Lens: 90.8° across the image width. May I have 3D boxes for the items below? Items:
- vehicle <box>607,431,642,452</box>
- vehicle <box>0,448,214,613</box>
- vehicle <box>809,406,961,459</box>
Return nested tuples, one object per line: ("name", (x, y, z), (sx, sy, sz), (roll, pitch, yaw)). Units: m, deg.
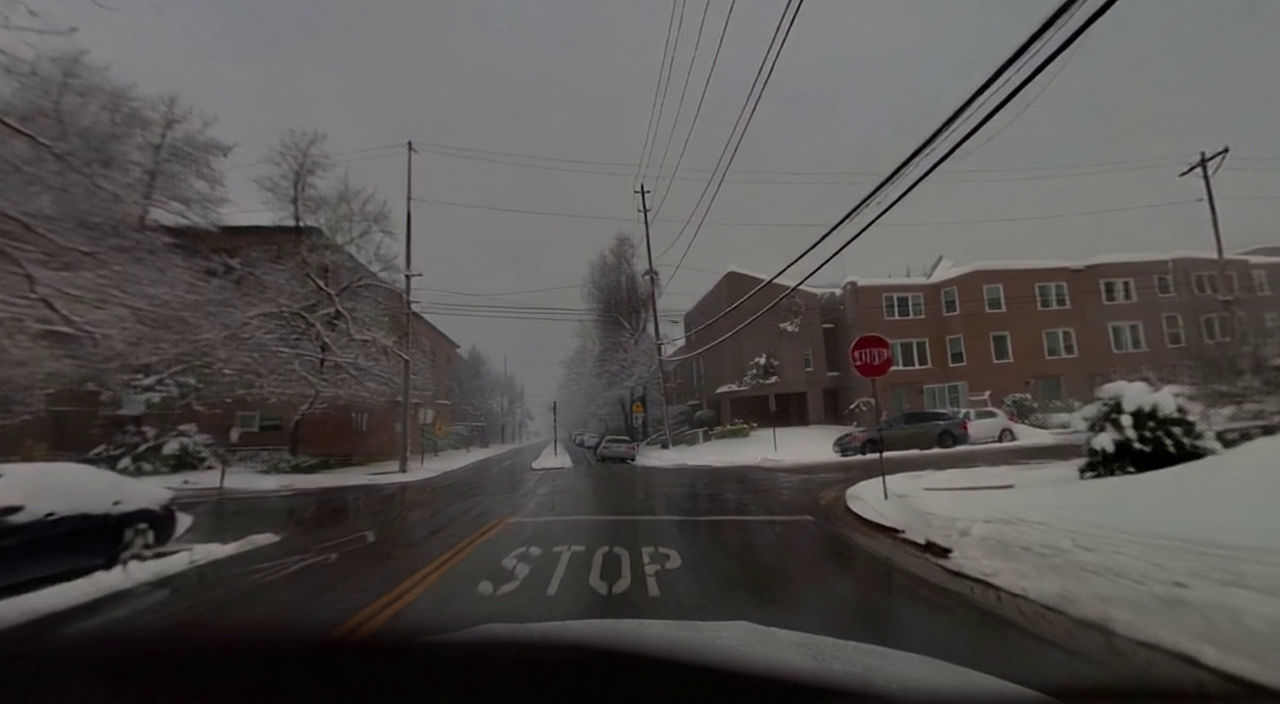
("vehicle", (-1.190, 6.673, 46.883), (1.918, 1.475, 4.060), (2, -9, -12))
("vehicle", (-7.072, 1.891, 6.867), (1.922, 1.505, 4.502), (-3, -8, -2))
("vehicle", (9.102, 3.055, 23.772), (4.790, 1.872, 2.155), (1, -9, -4))
